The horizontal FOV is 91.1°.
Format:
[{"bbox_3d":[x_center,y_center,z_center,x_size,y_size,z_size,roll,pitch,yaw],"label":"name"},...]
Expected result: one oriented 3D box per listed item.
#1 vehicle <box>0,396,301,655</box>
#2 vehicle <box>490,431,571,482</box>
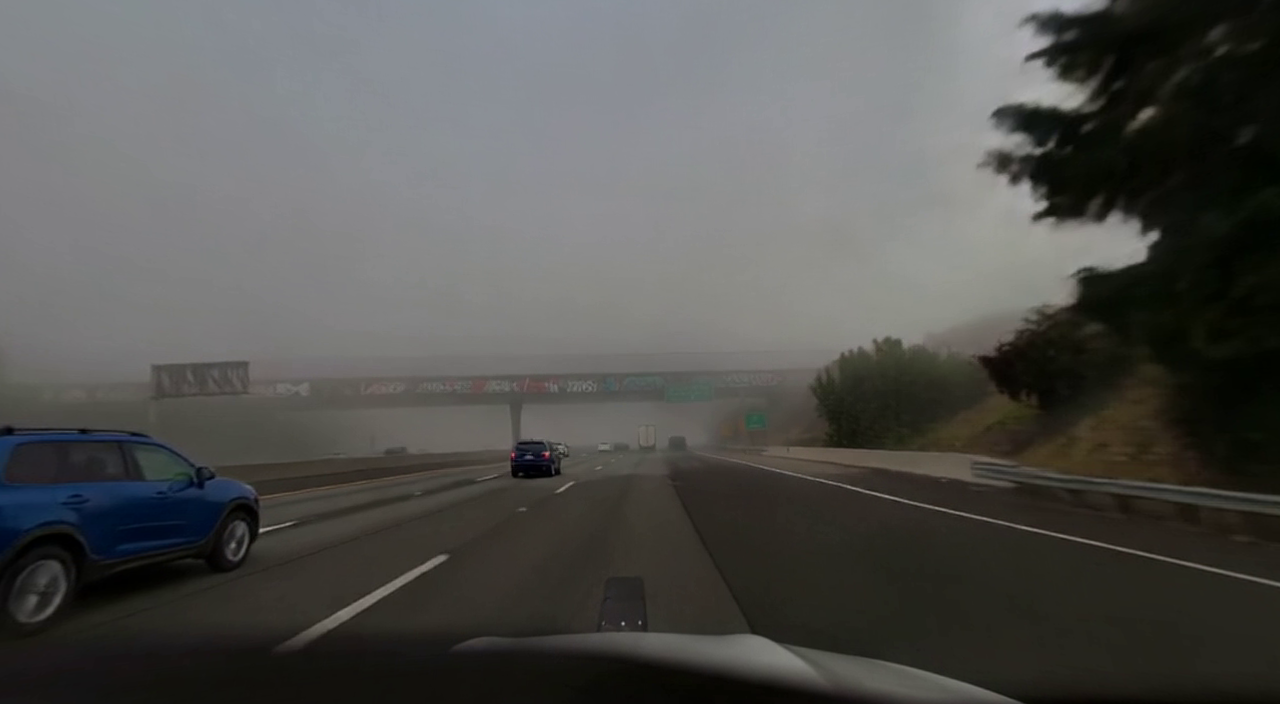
[{"bbox_3d":[-5.095,1.338,5.571,1.969,1.633,3.962,0,-8,-1],"label":"vehicle"},{"bbox_3d":[-3.940,3.867,23.455,2.154,1.693,4.394,0,-8,1],"label":"vehicle"}]
